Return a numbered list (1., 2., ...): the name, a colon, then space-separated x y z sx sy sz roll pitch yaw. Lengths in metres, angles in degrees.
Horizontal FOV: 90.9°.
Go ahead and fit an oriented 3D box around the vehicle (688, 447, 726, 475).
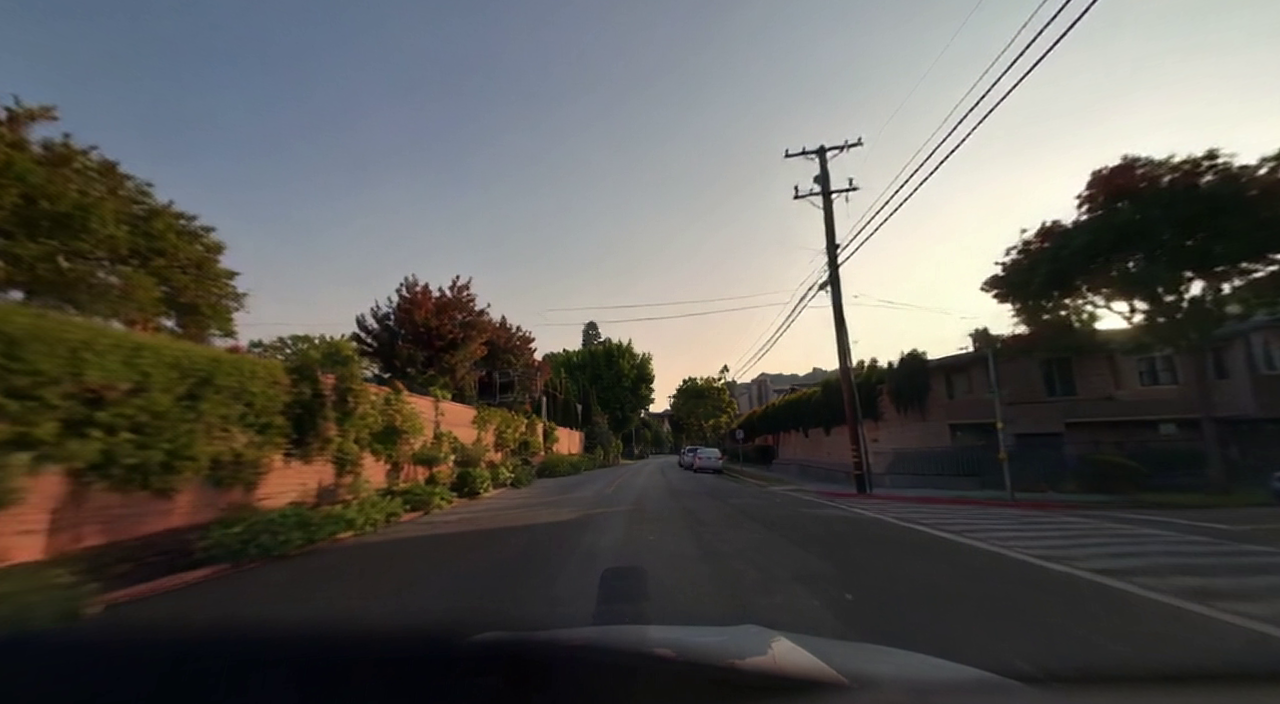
1. vehicle: 4.269 7.009 40.762 2.048 1.596 5.543 2 -8 2
